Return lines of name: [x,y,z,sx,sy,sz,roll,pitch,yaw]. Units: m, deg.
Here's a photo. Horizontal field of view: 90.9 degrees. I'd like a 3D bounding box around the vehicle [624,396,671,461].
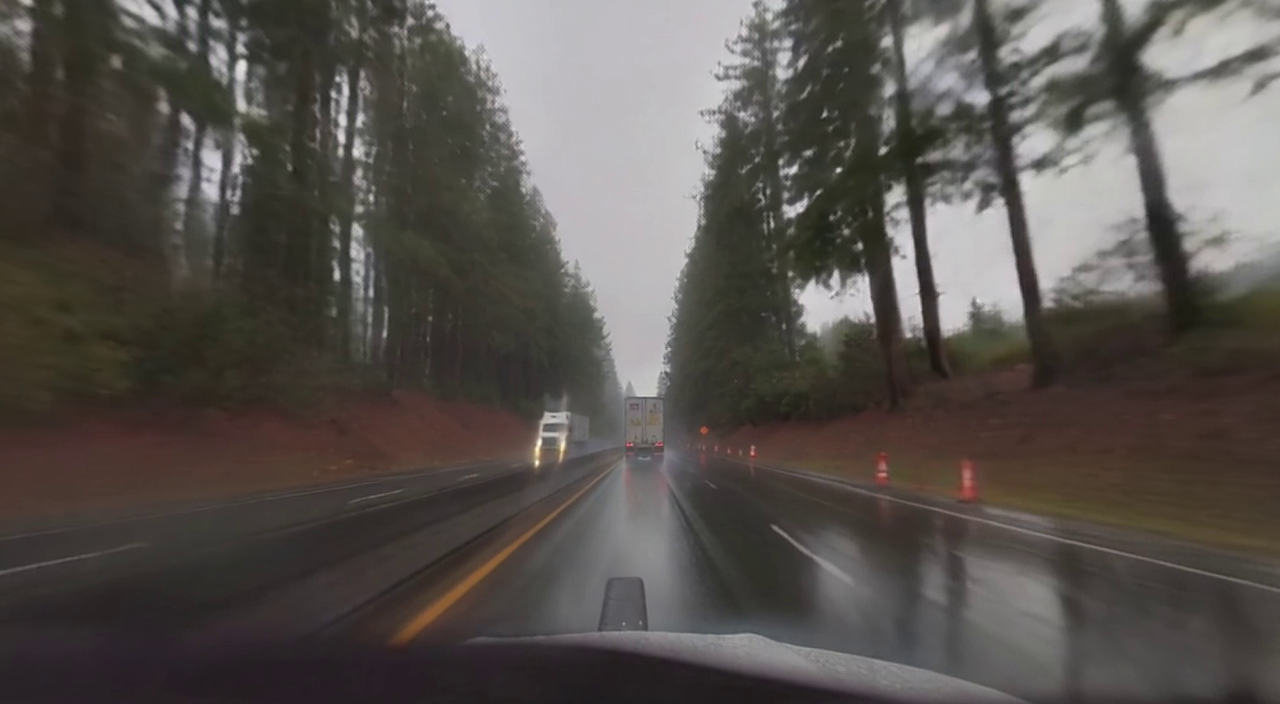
vehicle: [0.311,5.656,45.526,2.935,4.068,11.036,0,-8,-2]
